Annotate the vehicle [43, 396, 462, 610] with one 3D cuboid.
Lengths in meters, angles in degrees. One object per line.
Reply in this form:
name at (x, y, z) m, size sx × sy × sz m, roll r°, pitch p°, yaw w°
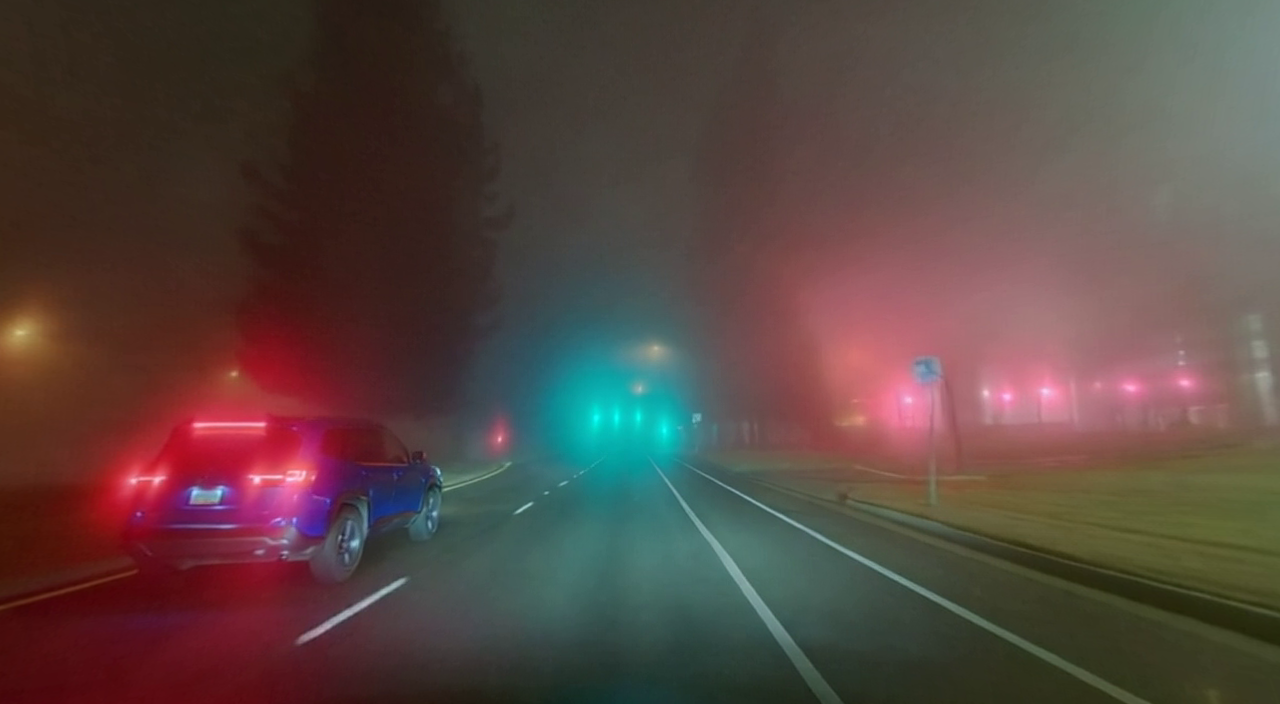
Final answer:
vehicle at (-3.800, 1.563, 7.440) m, size 2.121 × 1.724 × 4.392 m, roll -1°, pitch -8°, yaw 0°
